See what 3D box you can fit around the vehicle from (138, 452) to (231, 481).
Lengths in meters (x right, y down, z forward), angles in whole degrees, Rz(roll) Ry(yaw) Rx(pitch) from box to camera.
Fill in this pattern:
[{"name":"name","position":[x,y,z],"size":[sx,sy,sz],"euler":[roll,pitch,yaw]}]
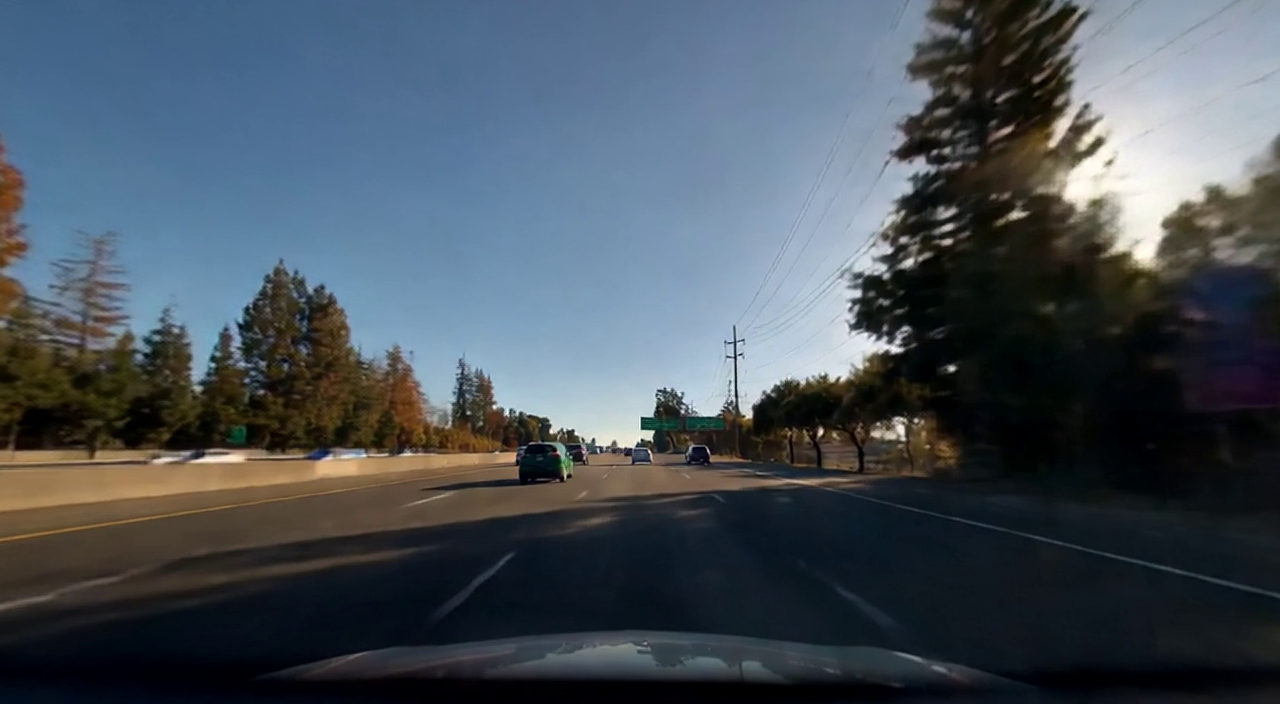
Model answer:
[{"name":"vehicle","position":[-25.422,6.376,35.433],"size":[1.903,1.461,4.454],"euler":[0,-8,0]}]

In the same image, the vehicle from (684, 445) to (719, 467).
[{"name":"vehicle","position":[4.254,7.283,44.380],"size":[1.964,1.479,4.252],"euler":[0,-8,-1]}]

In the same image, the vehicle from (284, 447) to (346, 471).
[{"name":"vehicle","position":[-21.907,7.193,42.724],"size":[1.829,1.515,4.325],"euler":[0,-8,0]}]

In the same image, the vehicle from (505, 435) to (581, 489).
[{"name":"vehicle","position":[-3.290,3.810,22.198],"size":[1.961,1.704,4.052],"euler":[0,-8,1]}]

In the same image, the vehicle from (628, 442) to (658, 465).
[{"name":"vehicle","position":[0.247,7.721,47.941],"size":[2.156,1.647,3.987],"euler":[0,-8,0]}]
